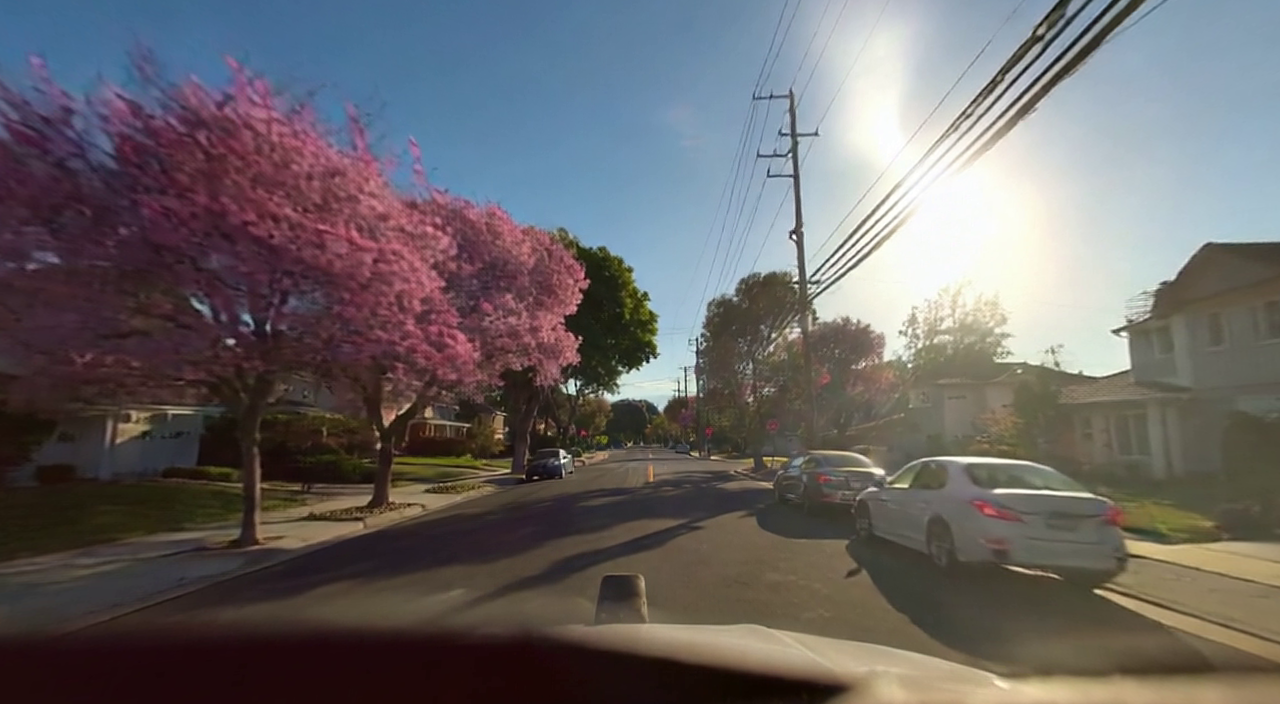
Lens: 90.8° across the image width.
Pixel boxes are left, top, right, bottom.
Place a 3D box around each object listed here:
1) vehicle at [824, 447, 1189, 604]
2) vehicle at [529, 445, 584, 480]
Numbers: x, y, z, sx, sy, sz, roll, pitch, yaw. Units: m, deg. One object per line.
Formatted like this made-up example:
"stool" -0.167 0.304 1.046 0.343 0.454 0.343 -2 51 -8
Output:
"vehicle" 4.280 2.048 8.588 2.006 1.489 4.753 0 -8 -2
"vehicle" -4.027 5.362 31.062 1.938 1.508 4.481 0 -7 2
